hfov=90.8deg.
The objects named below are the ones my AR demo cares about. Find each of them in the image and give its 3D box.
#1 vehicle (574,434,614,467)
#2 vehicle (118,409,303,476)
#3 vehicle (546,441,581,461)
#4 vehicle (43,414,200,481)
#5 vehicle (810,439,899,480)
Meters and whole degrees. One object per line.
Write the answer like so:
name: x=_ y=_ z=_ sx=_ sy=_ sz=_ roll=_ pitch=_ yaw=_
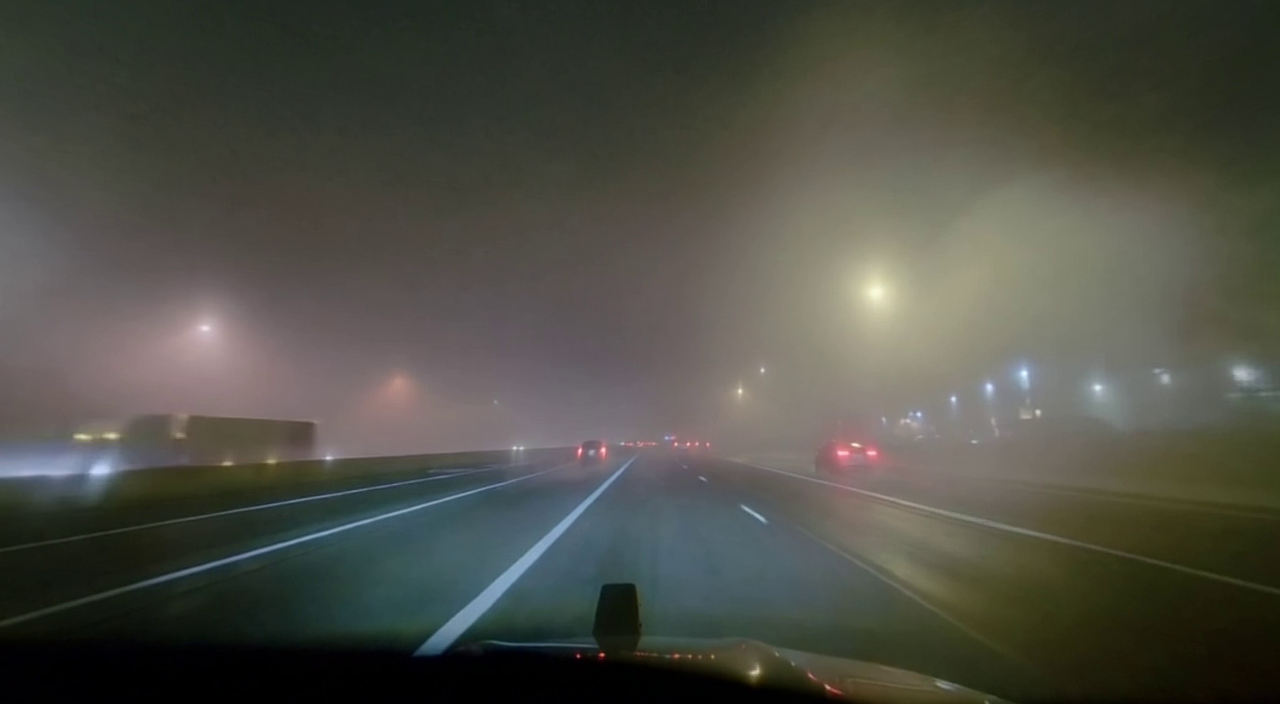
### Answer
vehicle: x=-2.612 y=5.777 z=37.092 sx=1.893 sy=1.827 sz=4.513 roll=0 pitch=-8 yaw=1
vehicle: x=-30.486 y=6.687 z=46.481 sx=2.898 sy=4.106 sz=15.082 roll=0 pitch=-8 yaw=1
vehicle: x=-5.836 y=7.647 z=48.681 sx=2.009 sy=1.462 sz=4.458 roll=0 pitch=-8 yaw=1
vehicle: x=-30.636 y=5.694 z=37.833 sx=3.058 sy=3.588 sz=7.217 roll=0 pitch=-8 yaw=1
vehicle: x=8.185 y=4.137 z=24.595 sx=1.900 sy=1.432 sz=4.519 roll=0 pitch=-8 yaw=0
